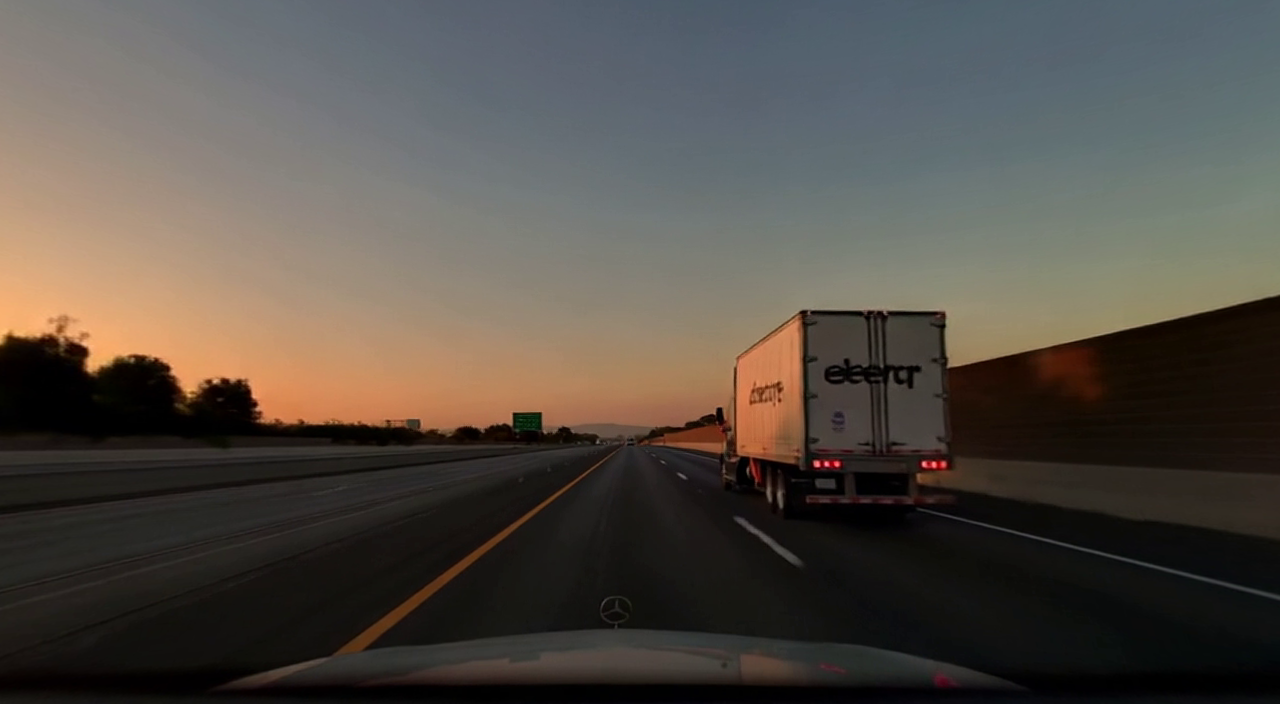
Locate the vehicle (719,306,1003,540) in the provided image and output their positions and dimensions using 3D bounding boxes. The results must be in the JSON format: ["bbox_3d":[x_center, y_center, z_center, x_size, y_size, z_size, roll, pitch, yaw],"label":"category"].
[{"bbox_3d":[3.462,1.435,12.263,2.702,3.193,7.196,0,-8,-1],"label":"vehicle"}]
